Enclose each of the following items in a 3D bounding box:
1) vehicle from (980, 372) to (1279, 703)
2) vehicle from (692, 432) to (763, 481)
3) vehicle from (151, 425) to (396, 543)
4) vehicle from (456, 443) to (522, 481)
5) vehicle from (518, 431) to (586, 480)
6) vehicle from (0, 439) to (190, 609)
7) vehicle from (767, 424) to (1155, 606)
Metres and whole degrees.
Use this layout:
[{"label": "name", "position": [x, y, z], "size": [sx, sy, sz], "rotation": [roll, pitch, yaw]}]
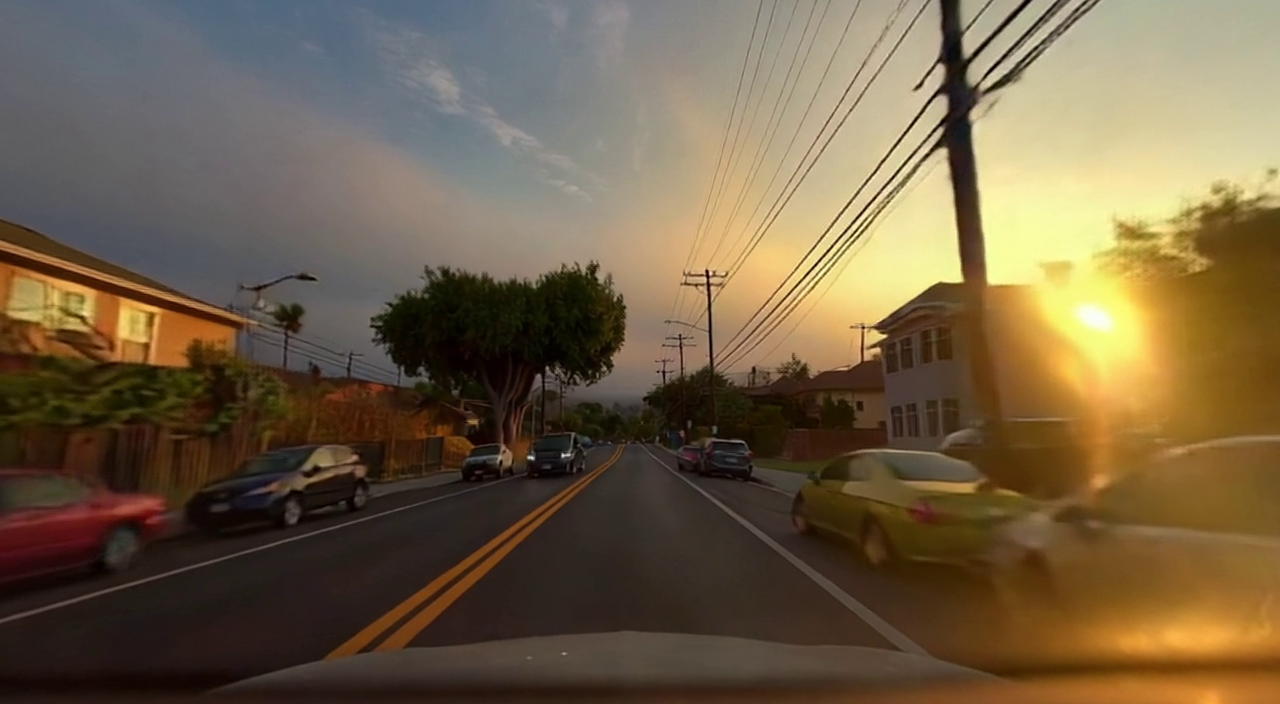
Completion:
[{"label": "vehicle", "position": [3.228, 0.857, 2.091], "size": [1.826, 1.614, 4.241], "rotation": [0, -8, 0]}, {"label": "vehicle", "position": [3.352, 4.116, 25.148], "size": [2.031, 1.762, 4.749], "rotation": [0, -8, -2]}, {"label": "vehicle", "position": [-6.711, 2.390, 12.382], "size": [2.014, 1.817, 4.639], "rotation": [-1, -7, 0]}, {"label": "vehicle", "position": [-6.907, 5.060, 29.396], "size": [1.843, 1.589, 4.416], "rotation": [0, -9, 1]}, {"label": "vehicle", "position": [-3.611, 4.361, 26.852], "size": [2.210, 1.838, 4.854], "rotation": [0, -8, 0]}, {"label": "vehicle", "position": [-6.663, 1.585, 5.847], "size": [1.866, 1.487, 4.416], "rotation": [-1, -8, -2]}, {"label": "vehicle", "position": [3.179, 1.715, 7.780], "size": [2.129, 1.490, 4.937], "rotation": [0, -8, -1]}]
